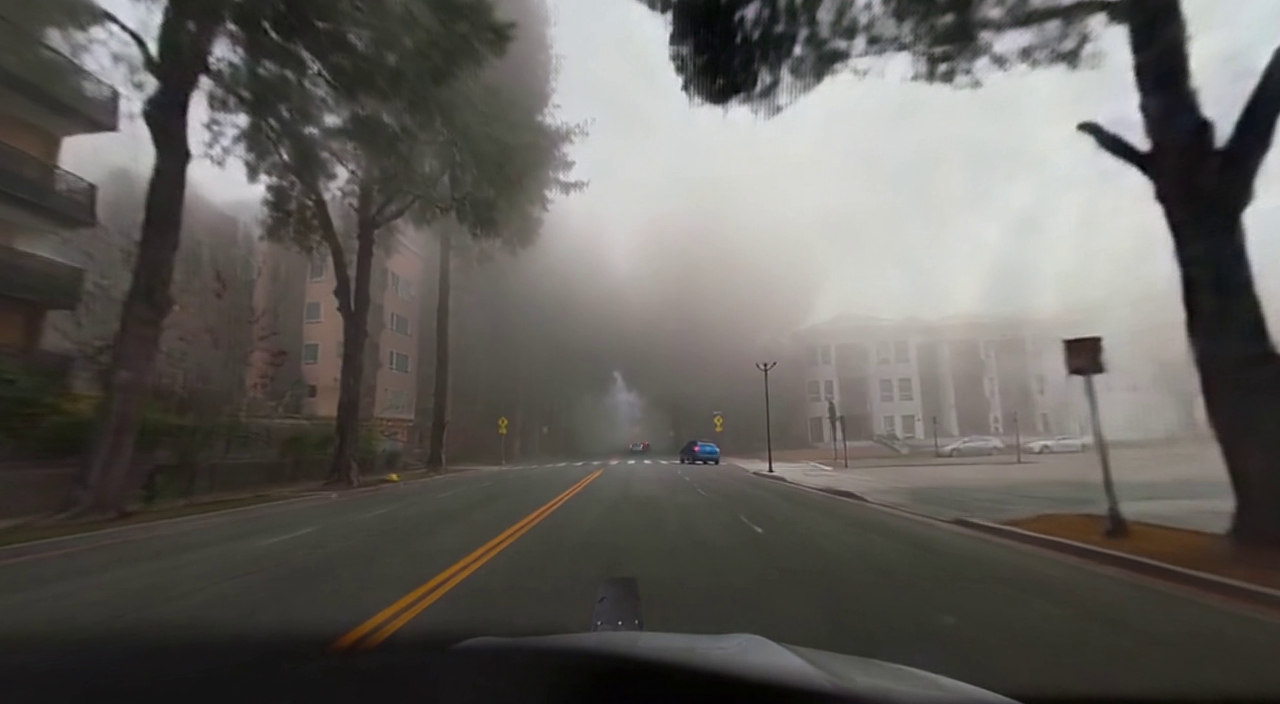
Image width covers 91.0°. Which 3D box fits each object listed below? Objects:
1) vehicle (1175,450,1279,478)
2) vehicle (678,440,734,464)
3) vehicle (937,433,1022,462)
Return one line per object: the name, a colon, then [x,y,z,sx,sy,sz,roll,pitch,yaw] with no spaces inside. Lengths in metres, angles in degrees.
vehicle: [33.328,6.322,35.572,4.305,1.464,1.875,0,-8,1]
vehicle: [4.818,7.381,46.518,1.981,1.703,3.691,8,-12,-43]
vehicle: [23.941,6.766,44.535,4.676,1.775,2.085,-2,-9,2]
